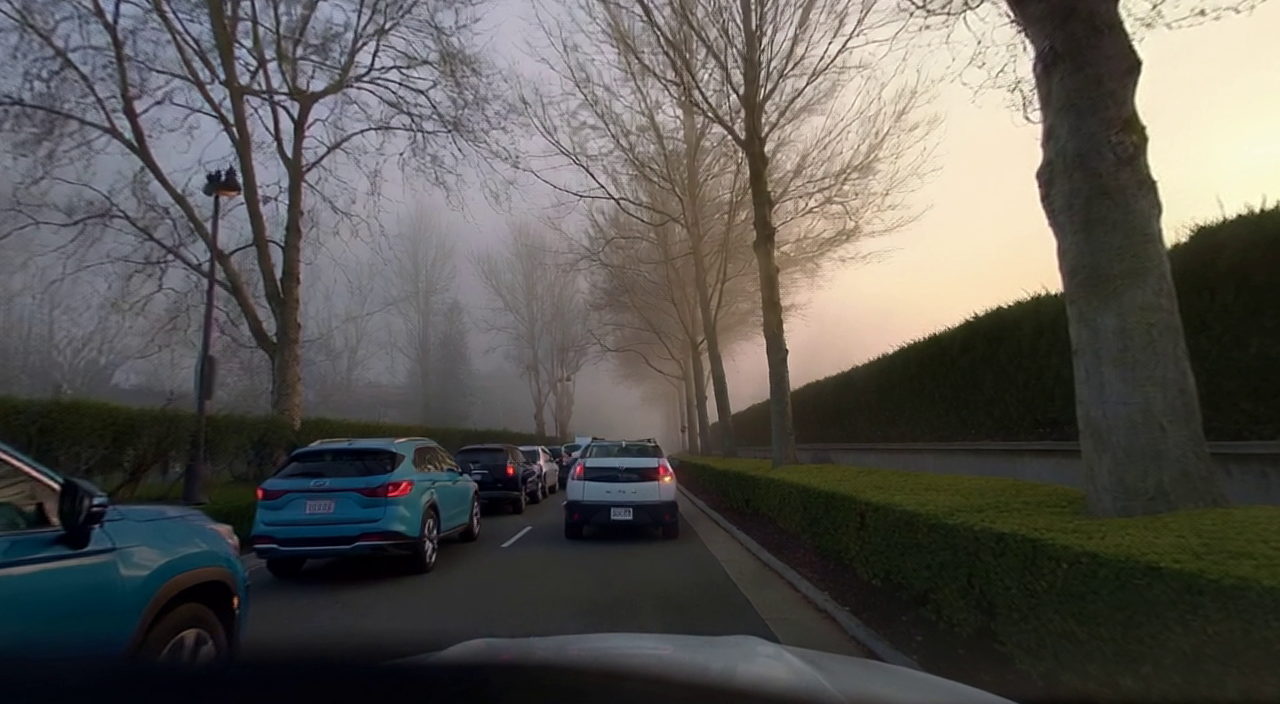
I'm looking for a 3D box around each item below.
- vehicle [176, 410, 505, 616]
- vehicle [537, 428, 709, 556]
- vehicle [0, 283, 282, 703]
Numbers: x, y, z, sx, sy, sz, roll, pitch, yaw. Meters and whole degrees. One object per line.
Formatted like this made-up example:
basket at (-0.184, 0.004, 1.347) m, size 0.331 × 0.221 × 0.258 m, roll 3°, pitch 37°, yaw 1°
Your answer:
vehicle at (-3.411, 1.870, 8.291) m, size 2.256 × 1.728 × 4.421 m, roll -6°, pitch -8°, yaw -2°
vehicle at (-0.252, 2.084, 9.963) m, size 2.154 × 1.581 × 4.007 m, roll 0°, pitch -9°, yaw -1°
vehicle at (-3.285, 0.674, 1.212) m, size 2.205 × 1.913 × 5.327 m, roll -5°, pitch -8°, yaw -2°
